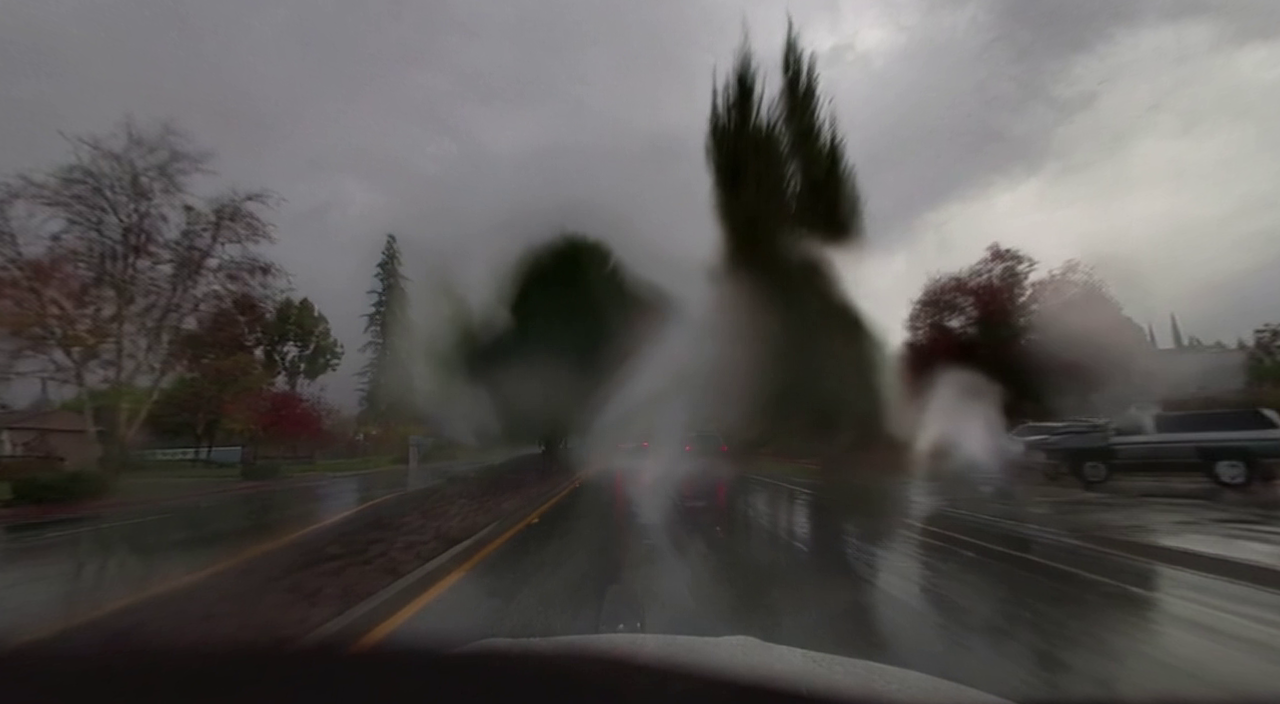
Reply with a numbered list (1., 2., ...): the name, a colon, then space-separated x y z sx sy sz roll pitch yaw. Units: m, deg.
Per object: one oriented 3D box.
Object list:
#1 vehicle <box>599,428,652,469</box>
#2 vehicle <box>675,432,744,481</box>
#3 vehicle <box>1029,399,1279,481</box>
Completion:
1. vehicle: -0.722 4.874 32.138 2.488 1.881 4.814 0 -8 -1
2. vehicle: 2.467 3.832 23.458 2.003 1.614 4.072 0 -8 -1
3. vehicle: 11.300 1.908 13.610 4.557 1.509 1.971 -8 -11 43
